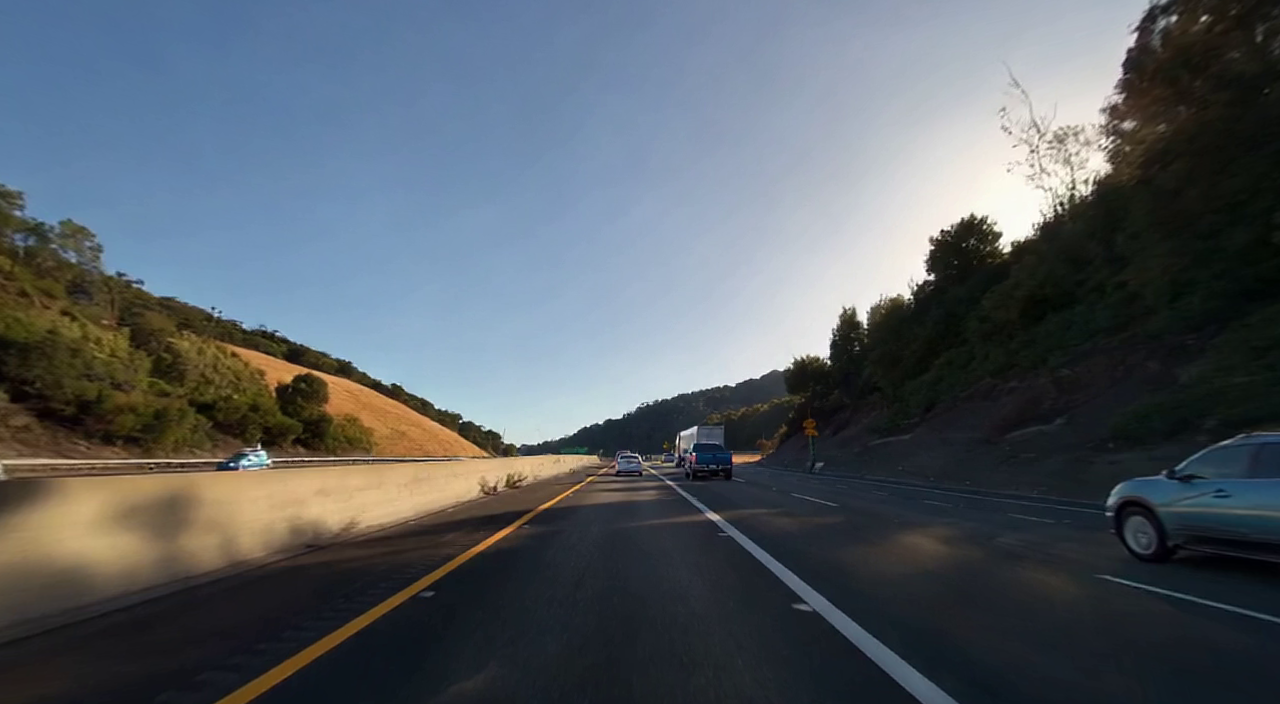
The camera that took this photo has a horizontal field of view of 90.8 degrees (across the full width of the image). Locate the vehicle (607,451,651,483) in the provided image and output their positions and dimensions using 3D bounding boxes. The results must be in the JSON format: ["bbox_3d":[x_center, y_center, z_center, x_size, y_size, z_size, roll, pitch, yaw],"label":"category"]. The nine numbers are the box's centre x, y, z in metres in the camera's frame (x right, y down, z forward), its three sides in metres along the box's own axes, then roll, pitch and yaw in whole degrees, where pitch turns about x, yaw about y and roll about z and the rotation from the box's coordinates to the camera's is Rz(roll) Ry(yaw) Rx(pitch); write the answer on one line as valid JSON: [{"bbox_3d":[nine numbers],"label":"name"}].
[{"bbox_3d":[-0.564,5.758,31.988,2.083,1.477,3.965,0,-9,-1],"label":"vehicle"}]

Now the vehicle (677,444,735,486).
[{"bbox_3d":[3.054,5.322,30.107,2.098,1.794,4.561,0,-9,-2],"label":"vehicle"}]

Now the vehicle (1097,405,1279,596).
[{"bbox_3d":[7.103,1.364,5.749,2.091,1.787,4.927,0,-9,-1],"label":"vehicle"}]
